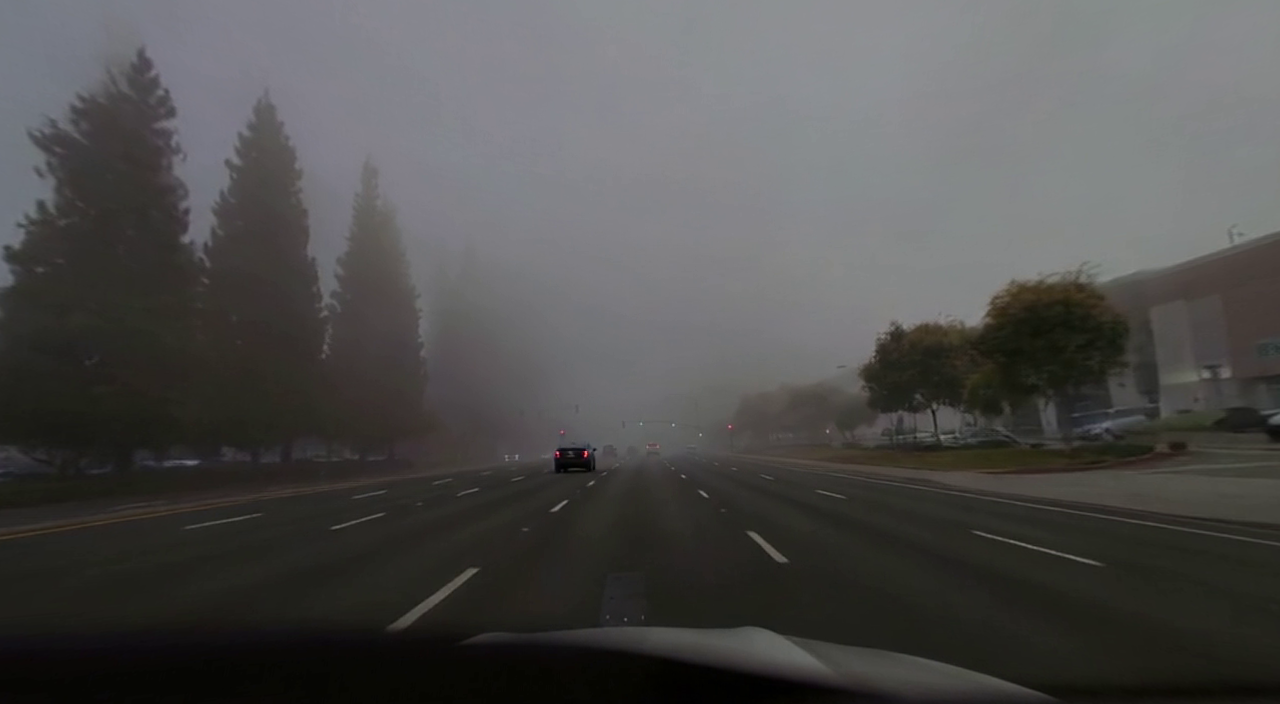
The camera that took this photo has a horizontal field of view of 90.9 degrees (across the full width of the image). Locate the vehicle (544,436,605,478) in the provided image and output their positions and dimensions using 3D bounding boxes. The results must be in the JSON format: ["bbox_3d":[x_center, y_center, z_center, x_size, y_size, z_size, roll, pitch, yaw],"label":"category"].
[{"bbox_3d":[-2.744,4.548,27.652,2.121,1.656,4.559,0,-8,1],"label":"vehicle"}]
